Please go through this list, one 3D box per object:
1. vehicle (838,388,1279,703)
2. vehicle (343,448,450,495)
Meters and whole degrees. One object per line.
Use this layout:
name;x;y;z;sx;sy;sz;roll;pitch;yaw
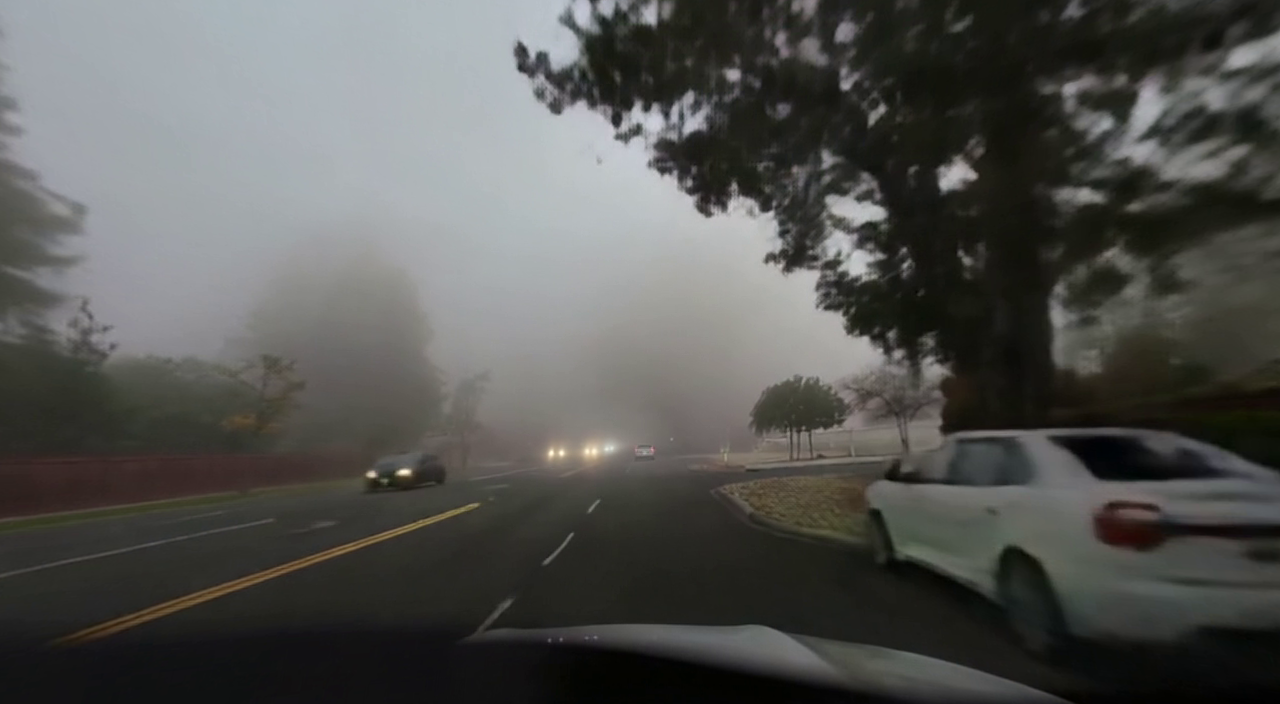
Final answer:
vehicle;3.224;1.246;4.644;2.011;1.507;4.769;0;-9;0
vehicle;-8.702;4.288;23.035;2.001;1.508;4.581;0;-9;1
